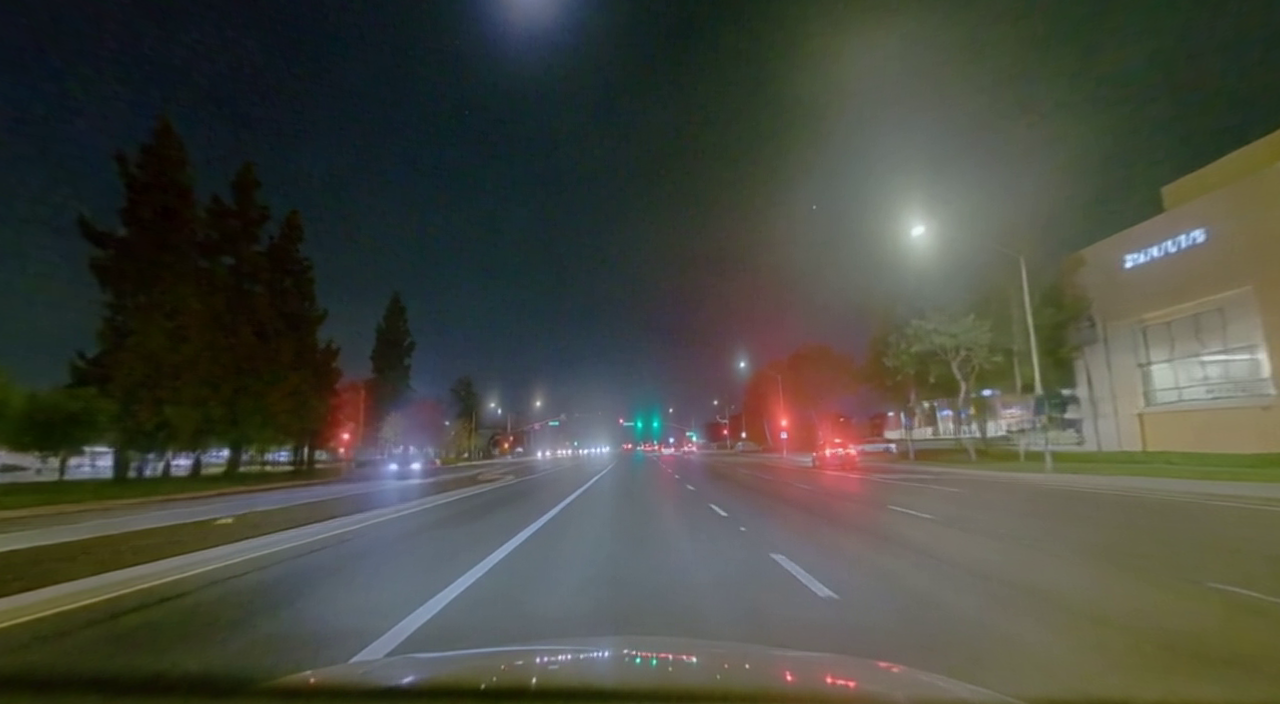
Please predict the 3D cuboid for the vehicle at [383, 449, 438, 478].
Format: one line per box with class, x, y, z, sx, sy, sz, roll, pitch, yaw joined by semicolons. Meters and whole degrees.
vehicle;-15.110;7.347;41.827;1.998;1.785;4.362;0;-8;0
